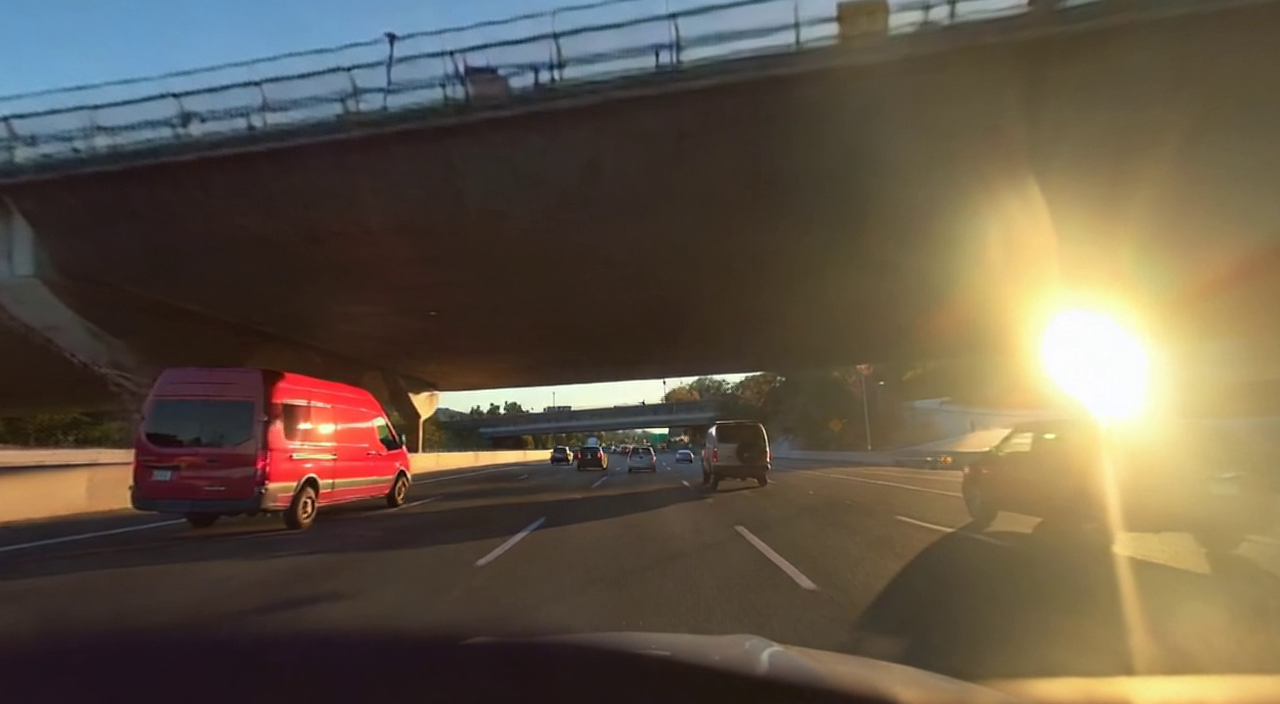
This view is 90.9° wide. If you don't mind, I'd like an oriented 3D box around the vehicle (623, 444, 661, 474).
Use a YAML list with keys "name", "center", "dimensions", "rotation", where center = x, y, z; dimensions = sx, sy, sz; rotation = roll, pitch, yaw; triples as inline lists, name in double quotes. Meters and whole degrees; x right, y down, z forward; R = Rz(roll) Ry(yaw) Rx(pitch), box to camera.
- name: "vehicle"
  center: [0.115, 6.155, 36.661]
  dimensions: [2.115, 1.617, 4.102]
  rotation: [0, -9, 0]

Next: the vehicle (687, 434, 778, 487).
- name: "vehicle"
  center: [3.560, 4.348, 25.673]
  dimensions: [2.777, 1.895, 5.710]
  rotation: [0, -9, 0]

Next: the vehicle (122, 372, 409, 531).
- name: "vehicle"
  center: [-7.607, 2.179, 14.086]
  dimensions: [2.336, 2.708, 6.421]
  rotation: [0, -9, 1]

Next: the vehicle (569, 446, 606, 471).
- name: "vehicle"
  center: [-3.359, 6.894, 40.958]
  dimensions: [1.970, 1.483, 4.071]
  rotation: [0, -9, 1]

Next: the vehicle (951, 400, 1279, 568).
- name: "vehicle"
  center: [7.488, 1.877, 9.866]
  dimensions: [2.304, 1.840, 5.706]
  rotation: [0, -9, 0]
